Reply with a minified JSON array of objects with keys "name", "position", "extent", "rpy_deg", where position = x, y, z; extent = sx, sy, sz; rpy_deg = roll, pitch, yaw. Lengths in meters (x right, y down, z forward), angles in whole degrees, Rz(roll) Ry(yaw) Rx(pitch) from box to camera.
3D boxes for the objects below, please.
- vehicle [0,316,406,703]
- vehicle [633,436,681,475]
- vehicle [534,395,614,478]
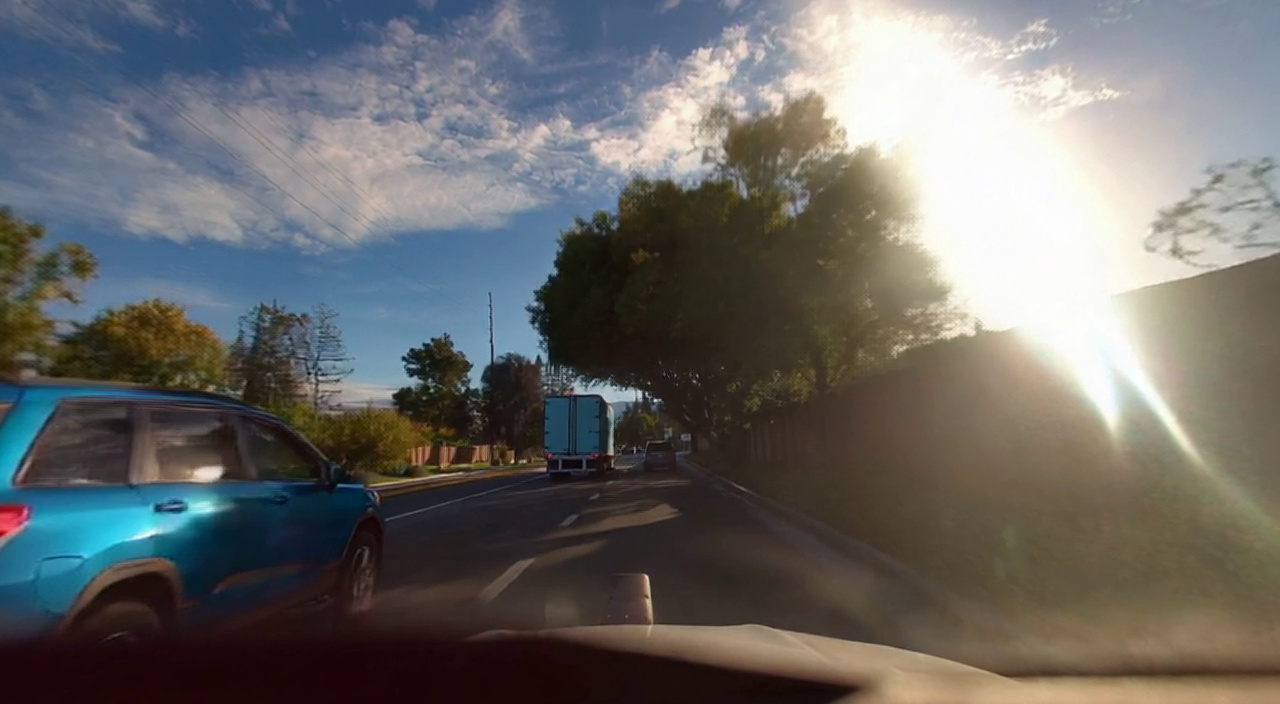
[{"name":"vehicle","position":[-3.293,1.014,3.640],"extent":[2.093,1.832,4.508],"rpy_deg":[0,-9,1]},{"name":"vehicle","position":[0.793,5.010,30.621],"extent":[2.174,1.749,4.113],"rpy_deg":[0,-8,1]},{"name":"vehicle","position":[-3.079,4.398,32.406],"extent":[2.928,3.658,8.980],"rpy_deg":[0,-8,1]}]
